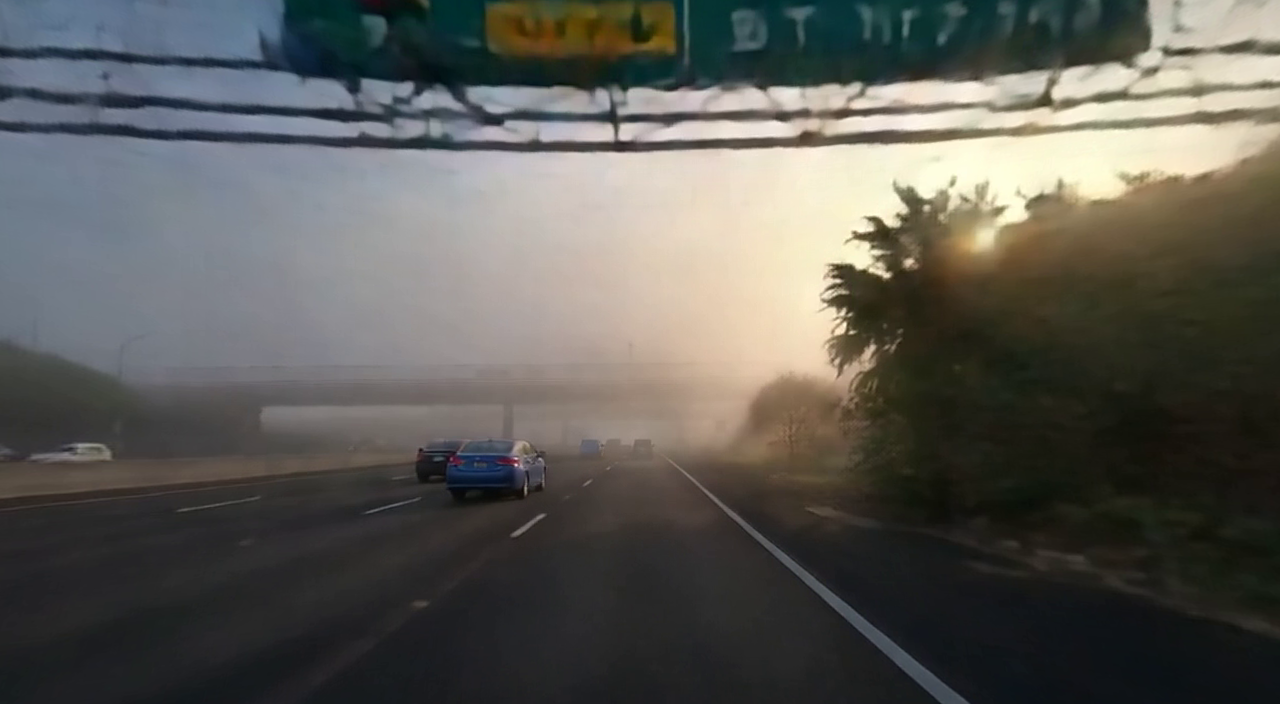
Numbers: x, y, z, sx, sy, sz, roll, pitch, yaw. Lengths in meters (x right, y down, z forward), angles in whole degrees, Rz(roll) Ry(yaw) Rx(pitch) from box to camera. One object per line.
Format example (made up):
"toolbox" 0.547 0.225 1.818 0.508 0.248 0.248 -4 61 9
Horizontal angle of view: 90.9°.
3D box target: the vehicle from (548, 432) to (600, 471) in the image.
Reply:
"vehicle" -3.272 5.014 32.040 2.080 1.811 4.644 0 -8 1

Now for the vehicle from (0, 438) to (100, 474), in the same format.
"vehicle" -25.032 4.372 26.592 1.497 1.395 3.408 0 -8 -1

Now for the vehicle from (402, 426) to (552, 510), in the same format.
"vehicle" -3.539 2.627 14.767 2.210 1.628 4.586 0 -8 1
